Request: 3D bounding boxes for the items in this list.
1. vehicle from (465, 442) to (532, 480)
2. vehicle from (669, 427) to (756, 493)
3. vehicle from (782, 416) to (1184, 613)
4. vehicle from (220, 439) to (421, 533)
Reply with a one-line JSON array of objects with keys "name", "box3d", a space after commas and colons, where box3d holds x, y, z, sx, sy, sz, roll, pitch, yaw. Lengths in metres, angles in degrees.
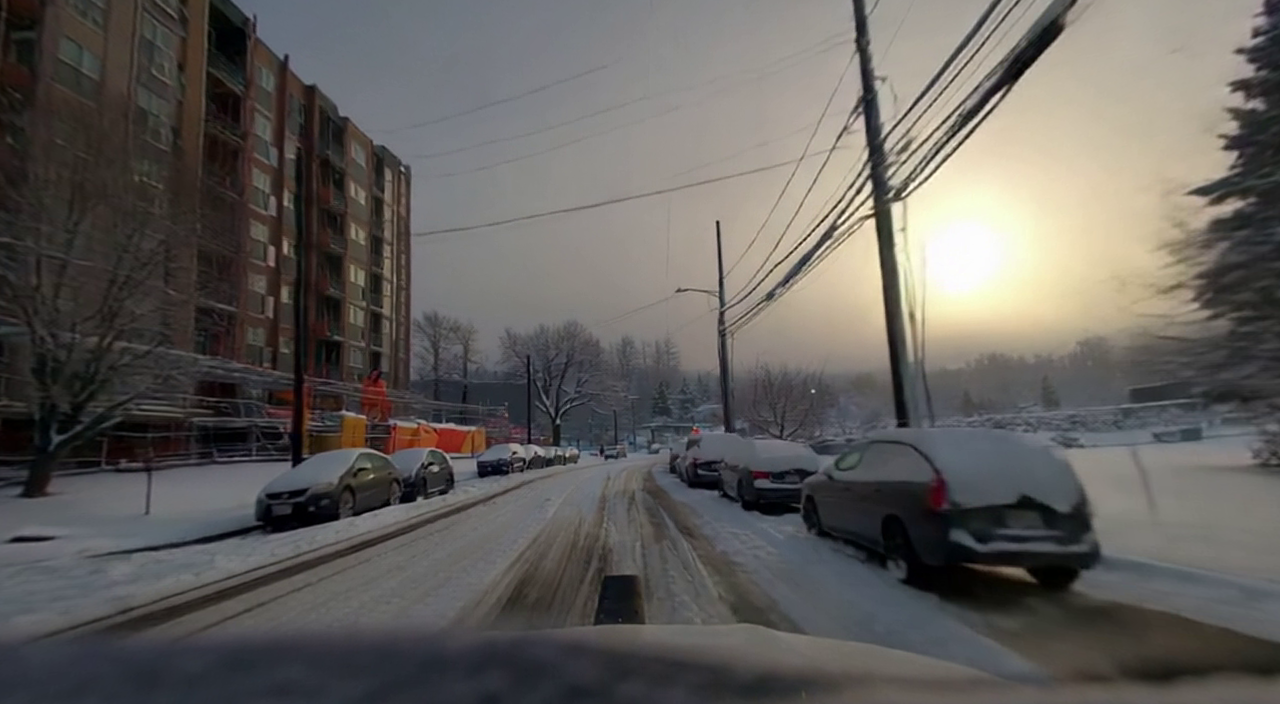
[{"name": "vehicle", "box3d": [-7.591, 5.895, 34.430, 2.194, 1.861, 5.725, 0, -9, 2]}, {"name": "vehicle", "box3d": [2.228, 3.498, 20.686, 2.000, 1.871, 4.797, 0, -9, -4]}, {"name": "vehicle", "box3d": [3.384, 1.702, 7.698, 1.976, 1.588, 4.968, 0, -9, -2]}, {"name": "vehicle", "box3d": [-6.737, 2.925, 14.050, 1.996, 1.578, 4.806, -4, -11, 0]}]
